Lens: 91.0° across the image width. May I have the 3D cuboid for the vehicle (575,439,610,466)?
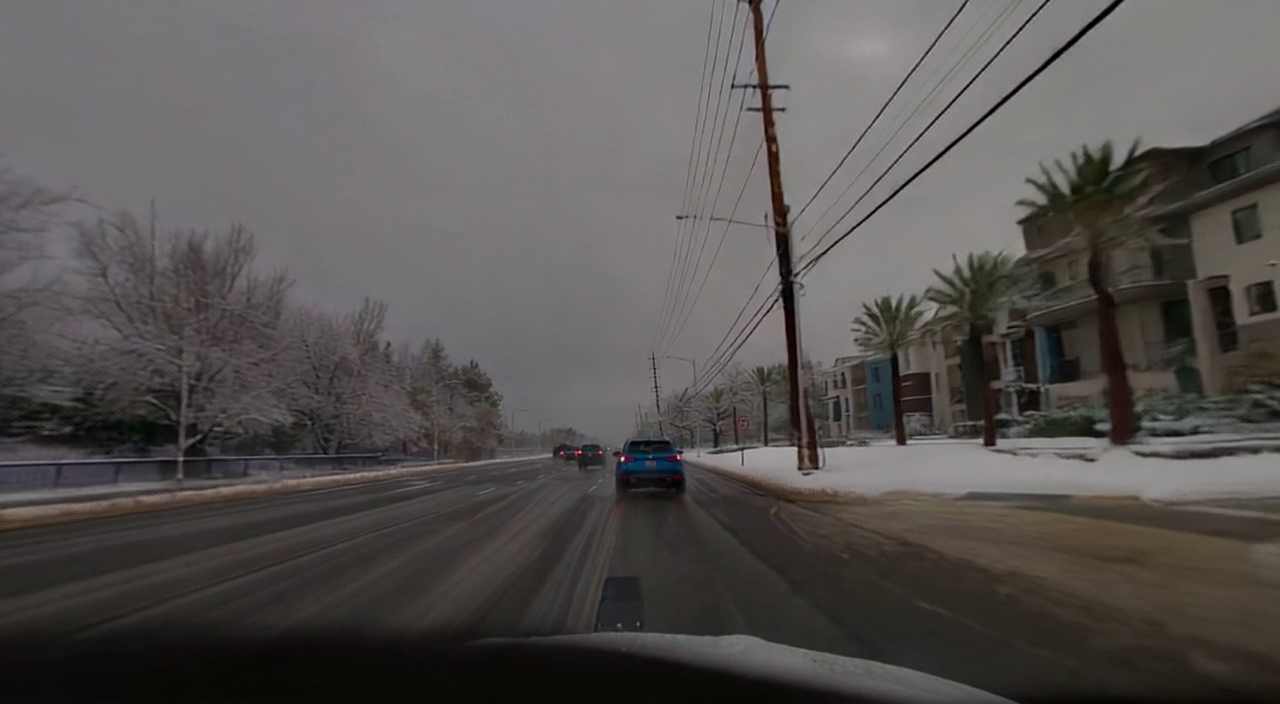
[{"bbox_3d":[-3.405,7.348,46.124,2.169,1.796,4.821,0,-9,1],"label":"vehicle"}]

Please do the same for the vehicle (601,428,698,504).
[{"bbox_3d":[0.181,2.904,16.450,2.198,1.706,4.166,0,-9,-1],"label":"vehicle"}]
